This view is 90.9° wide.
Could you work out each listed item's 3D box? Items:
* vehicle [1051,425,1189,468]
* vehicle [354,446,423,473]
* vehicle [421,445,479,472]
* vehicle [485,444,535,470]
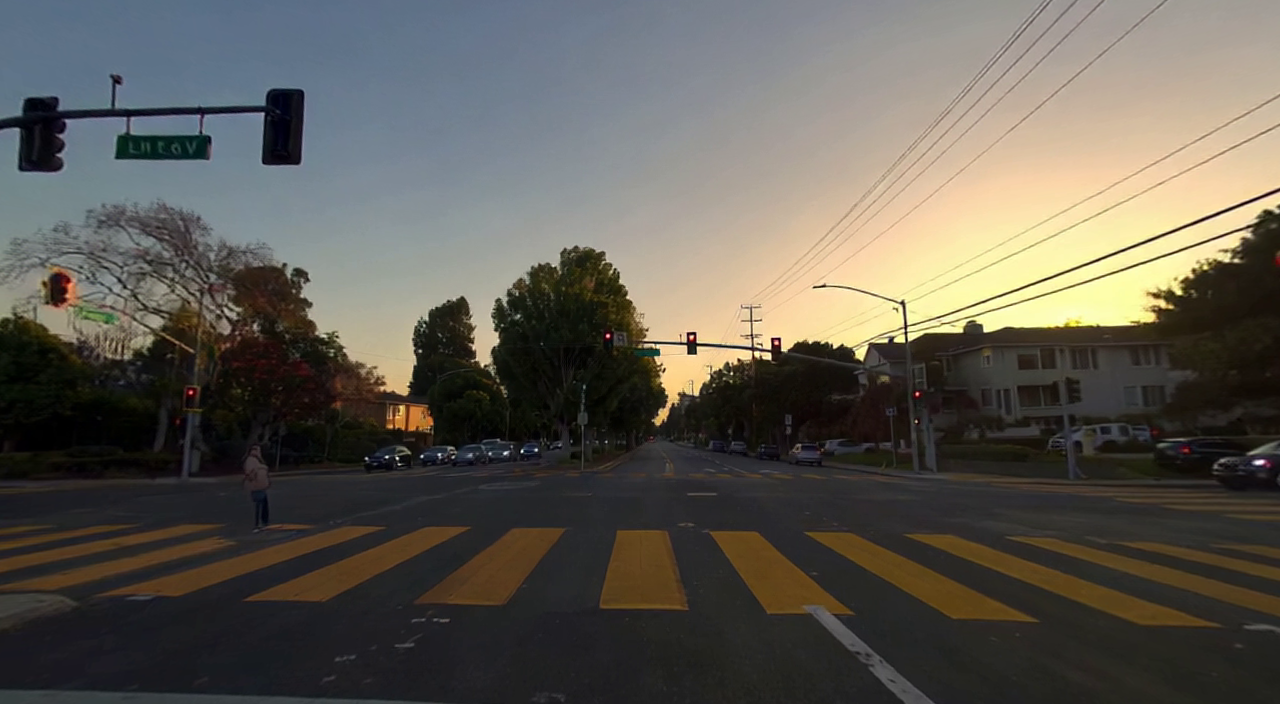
[{"bbox_3d":[25.304,5.008,33.560,2.177,2.086,5.514,2,-9,-14],"label":"vehicle"},{"bbox_3d":[-14.616,6.263,36.910,2.035,1.470,4.677,0,-8,1],"label":"vehicle"},{"bbox_3d":[-10.944,6.121,36.549,2.007,1.451,4.242,0,-8,0],"label":"vehicle"},{"bbox_3d":[-7.643,6.183,37.460,1.958,1.415,4.312,0,-8,1],"label":"vehicle"}]
